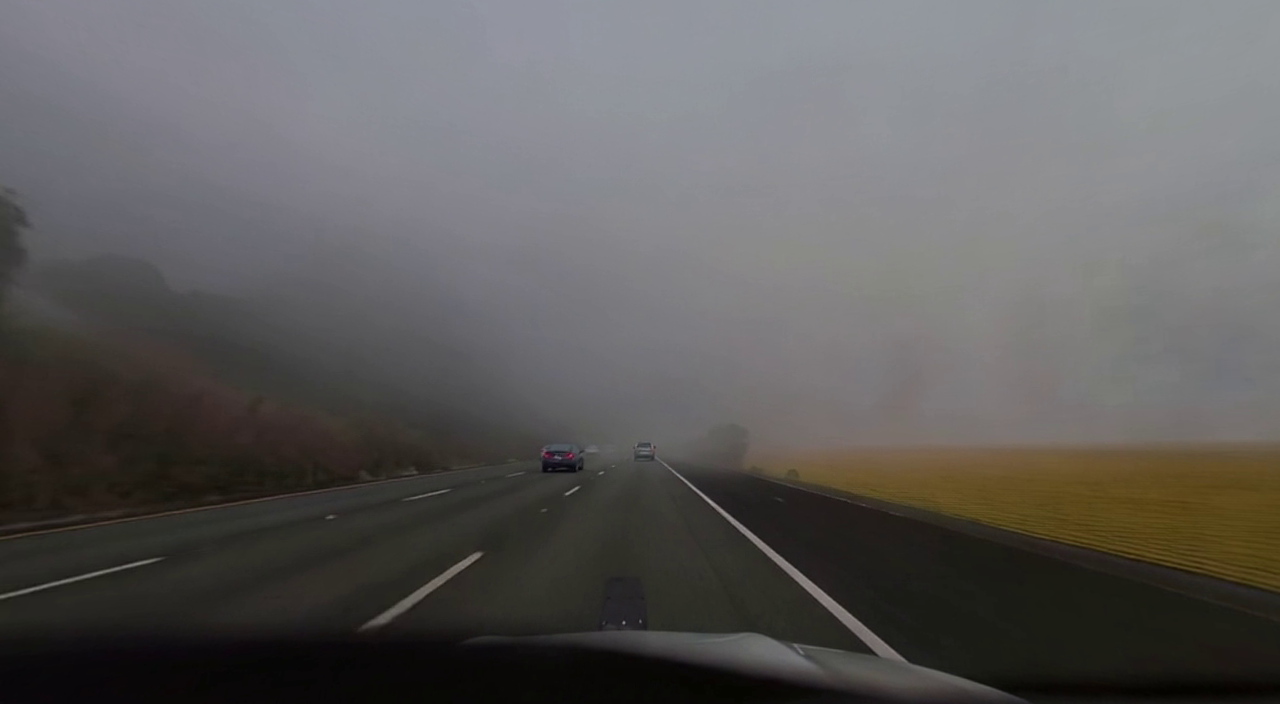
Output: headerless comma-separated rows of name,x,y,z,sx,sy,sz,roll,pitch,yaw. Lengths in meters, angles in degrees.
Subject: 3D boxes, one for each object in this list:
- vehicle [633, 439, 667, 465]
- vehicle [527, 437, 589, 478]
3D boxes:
vehicle,0.734,6.954,44.163,2.259,1.697,4.106,0,-8,1
vehicle,-3.527,4.628,27.943,2.028,1.634,4.441,-1,-8,2
